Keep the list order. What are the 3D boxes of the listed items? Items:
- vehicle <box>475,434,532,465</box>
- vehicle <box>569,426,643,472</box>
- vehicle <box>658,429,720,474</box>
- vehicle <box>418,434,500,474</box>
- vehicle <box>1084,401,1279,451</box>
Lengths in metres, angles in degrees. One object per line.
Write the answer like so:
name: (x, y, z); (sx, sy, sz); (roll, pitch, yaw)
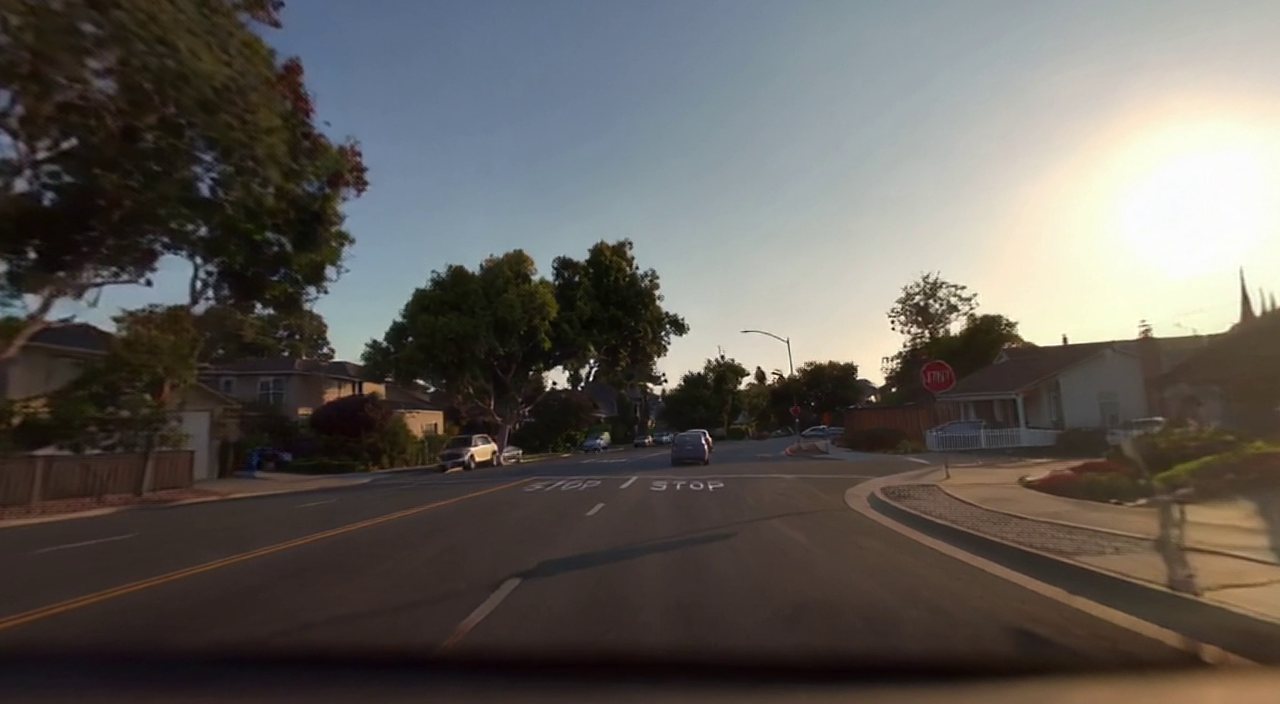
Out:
vehicle: (-9.014, 6.521, 41.904); (2.076, 1.864, 4.730); (-4, -10, 9)
vehicle: (-1.280, 3.943, 25.761); (2.178, 1.695, 4.339); (-1, -9, 8)
vehicle: (1.893, 3.627, 23.098); (1.955, 1.459, 4.383); (-1, -9, 8)
vehicle: (-10.276, 5.819, 36.242); (2.191, 1.980, 5.888); (-5, -9, 9)
vehicle: (19.813, 2.810, 23.292); (4.989, 1.564, 2.007); (-3, -12, 13)
